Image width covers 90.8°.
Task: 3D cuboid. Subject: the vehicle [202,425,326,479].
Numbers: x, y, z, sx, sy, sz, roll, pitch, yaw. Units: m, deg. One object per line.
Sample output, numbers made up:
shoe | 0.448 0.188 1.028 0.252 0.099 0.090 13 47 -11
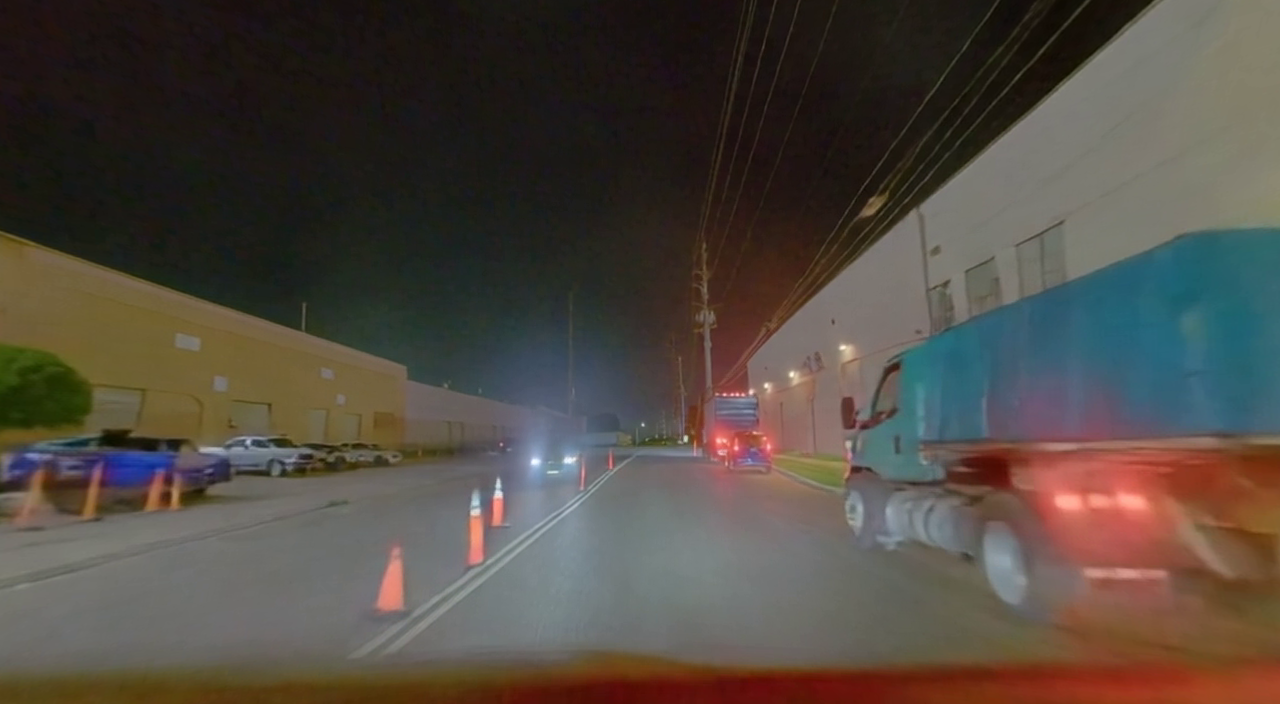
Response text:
vehicle | -16.185 4.383 27.669 2.150 1.999 5.425 3 -9 -2

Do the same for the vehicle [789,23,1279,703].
vehicle | 3.876 0.681 6.277 2.871 3.301 7.433 0 -8 -1

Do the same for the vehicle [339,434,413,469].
vehicle | -13.821 5.227 33.389 2.078 1.674 4.652 -1 -8 -2

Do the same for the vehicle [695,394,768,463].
vehicle | 4.694 4.180 33.897 3.058 3.269 7.674 0 -8 2

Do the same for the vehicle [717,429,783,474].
vehicle | 4.471 4.122 26.338 1.892 1.696 4.332 0 -8 -1

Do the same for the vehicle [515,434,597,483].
vehicle | -2.729 3.573 21.655 1.988 1.479 4.485 -1 -8 3

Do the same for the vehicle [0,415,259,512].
vehicle | -12.301 2.660 15.701 2.287 1.975 5.511 0 -8 -1
